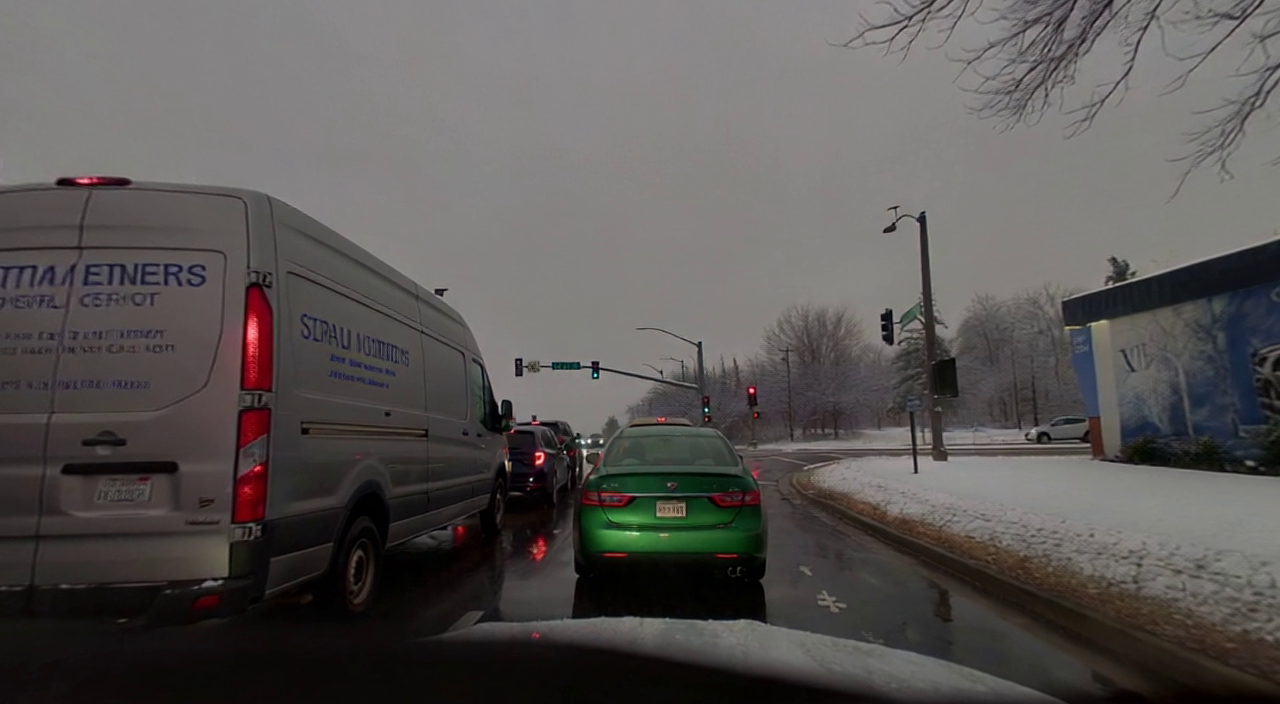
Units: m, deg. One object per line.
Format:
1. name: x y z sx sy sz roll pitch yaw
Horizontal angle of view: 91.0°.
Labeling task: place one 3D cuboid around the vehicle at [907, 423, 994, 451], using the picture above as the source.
1. vehicle: 21.944 6.042 44.590 5.021 1.848 2.210 1 -9 -9

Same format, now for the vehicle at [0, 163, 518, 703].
1. vehicle: -3.072 0.893 6.025 2.555 3.035 5.702 0 -8 1

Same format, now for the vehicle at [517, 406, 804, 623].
1. vehicle: 0.314 1.666 7.471 2.398 1.773 4.254 -1 -8 4

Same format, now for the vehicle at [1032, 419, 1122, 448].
1. vehicle: 32.000 6.026 46.171 5.084 2.041 2.360 1 -9 -9
